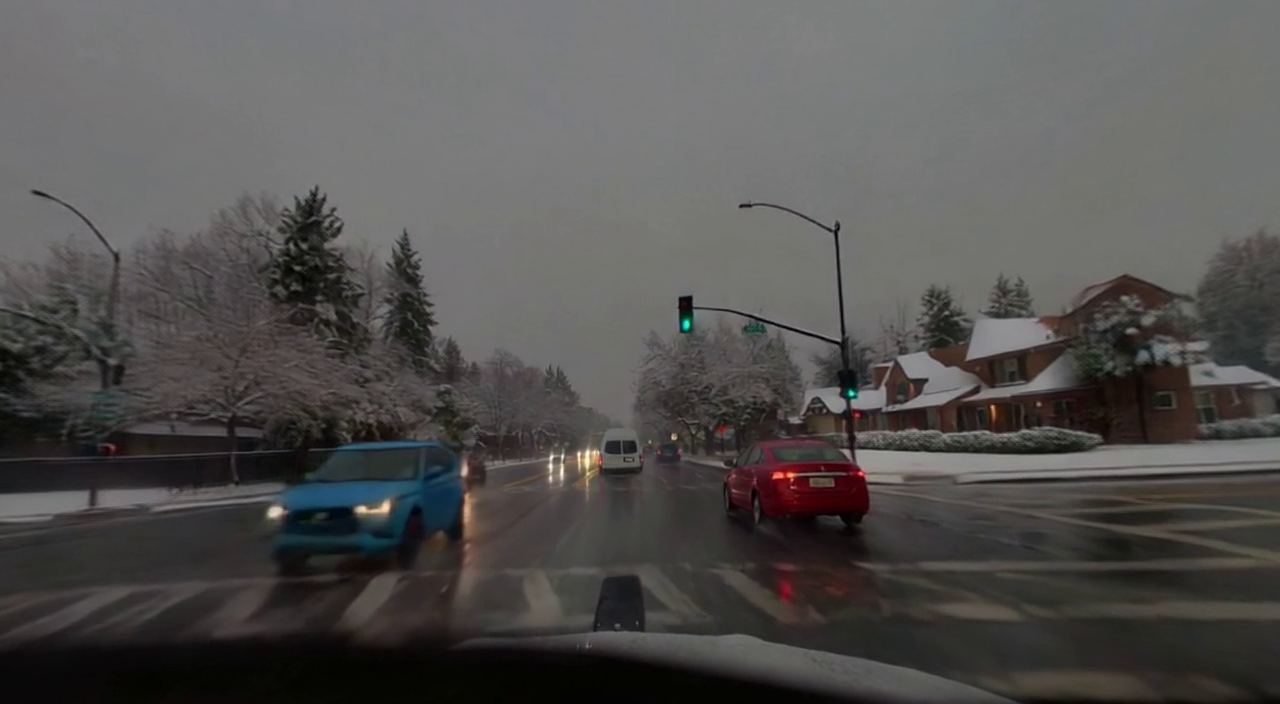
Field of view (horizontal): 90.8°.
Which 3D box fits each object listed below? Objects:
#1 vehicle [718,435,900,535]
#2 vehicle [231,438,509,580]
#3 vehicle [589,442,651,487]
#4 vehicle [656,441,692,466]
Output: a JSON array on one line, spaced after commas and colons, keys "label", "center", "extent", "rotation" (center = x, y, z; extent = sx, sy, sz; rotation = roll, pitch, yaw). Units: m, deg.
[{"label": "vehicle", "center": [2.769, 2.278, 11.558], "extent": [1.973, 1.447, 4.402], "rotation": [0, -8, -2]}, {"label": "vehicle", "center": [-3.332, 1.996, 9.058], "extent": [2.096, 1.472, 4.618], "rotation": [0, -8, -2]}, {"label": "vehicle", "center": [-0.745, 4.133, 23.586], "extent": [2.114, 1.483, 4.207], "rotation": [0, -8, -2]}, {"label": "vehicle", "center": [2.534, 7.707, 48.178], "extent": [2.187, 1.847, 4.553], "rotation": [0, -8, -3]}]
